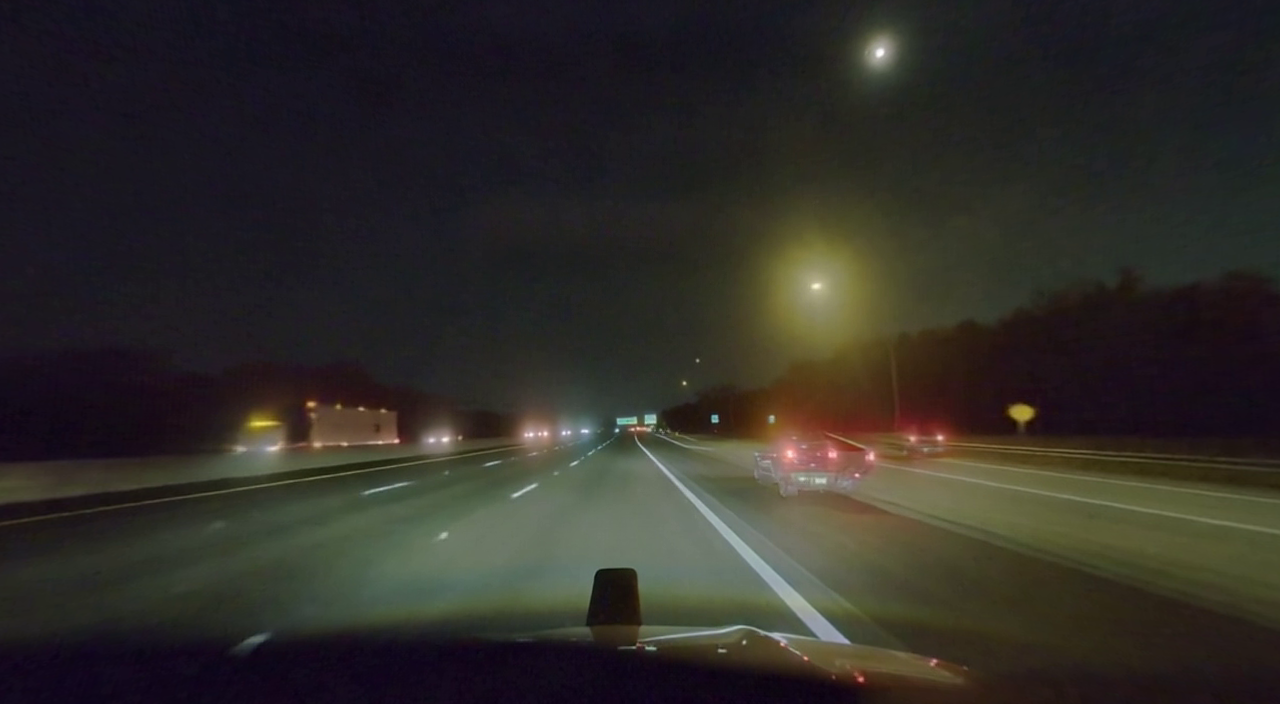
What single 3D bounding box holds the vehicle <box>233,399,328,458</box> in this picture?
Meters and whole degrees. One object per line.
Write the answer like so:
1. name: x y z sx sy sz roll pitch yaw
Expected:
1. vehicle: -24.523 5.286 43.324 2.795 3.751 6.450 1 -7 -2
